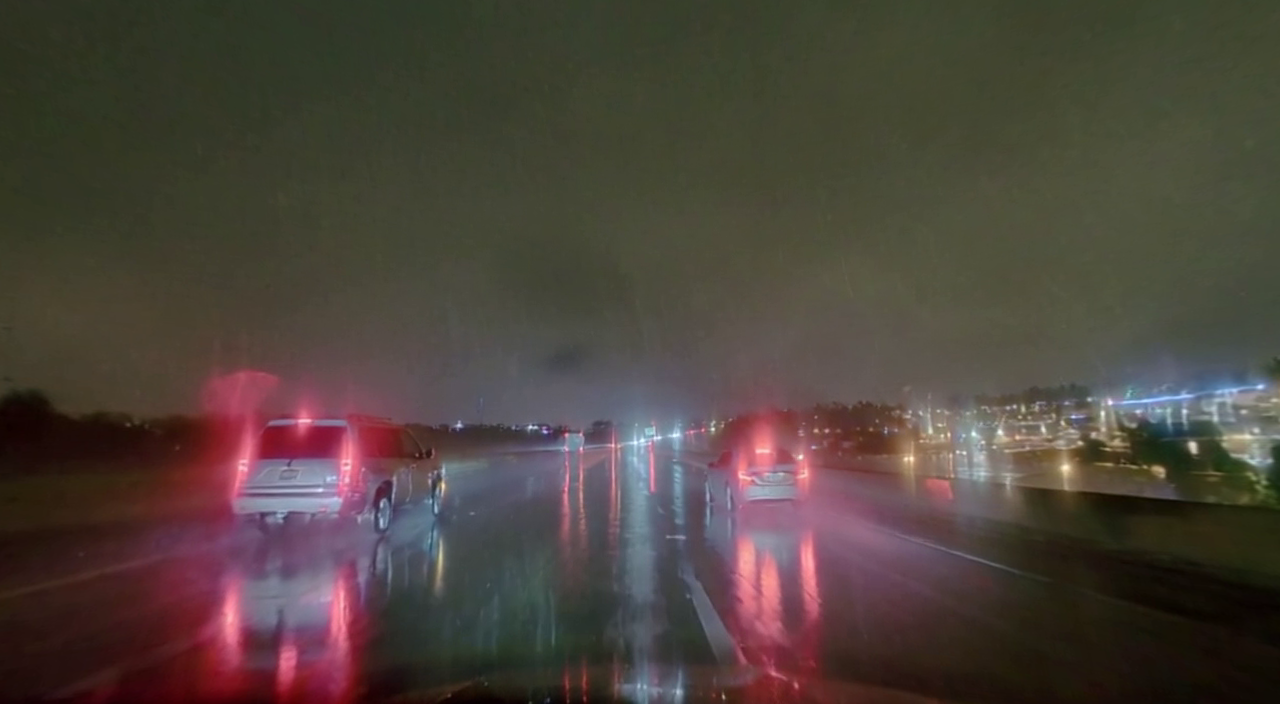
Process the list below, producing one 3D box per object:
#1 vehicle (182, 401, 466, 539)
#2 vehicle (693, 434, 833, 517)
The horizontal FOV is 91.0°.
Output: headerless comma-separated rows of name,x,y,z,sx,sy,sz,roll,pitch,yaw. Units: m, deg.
vehicle,-5.090,2.035,11.446,2.285,1.853,5.564,0,-9,0
vehicle,2.500,2.677,14.203,2.047,1.532,4.884,1,-9,-2
